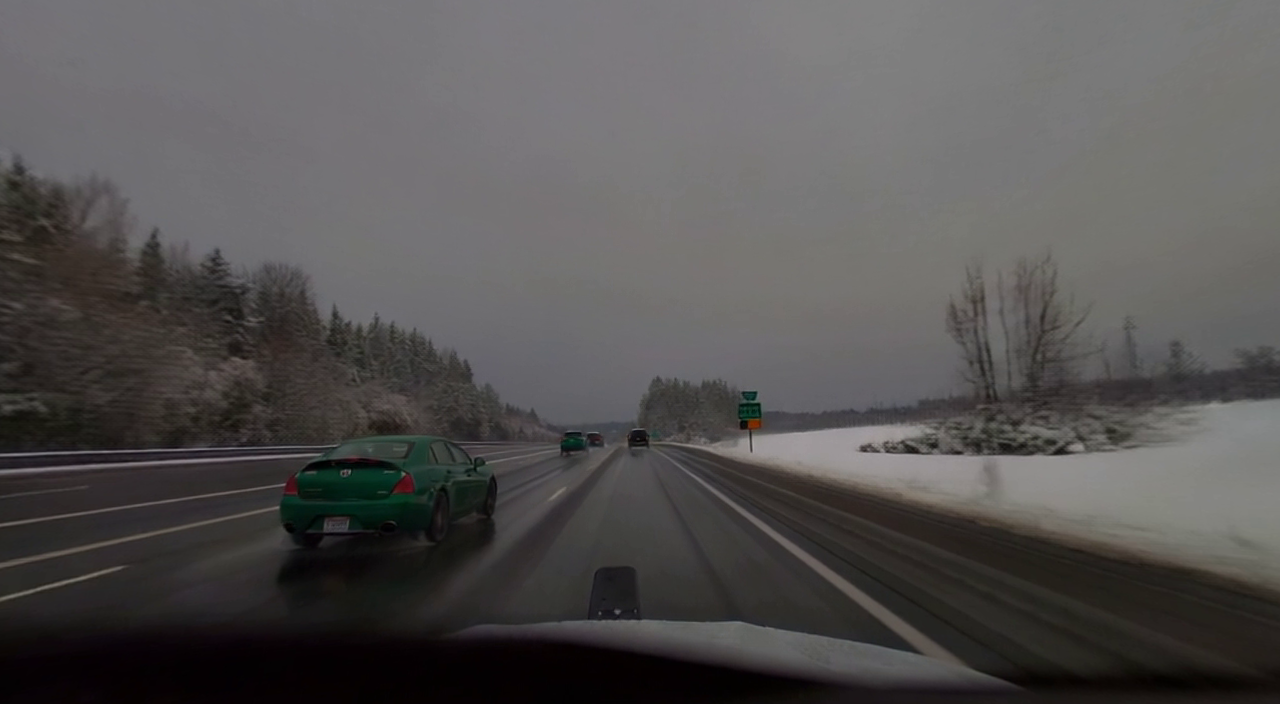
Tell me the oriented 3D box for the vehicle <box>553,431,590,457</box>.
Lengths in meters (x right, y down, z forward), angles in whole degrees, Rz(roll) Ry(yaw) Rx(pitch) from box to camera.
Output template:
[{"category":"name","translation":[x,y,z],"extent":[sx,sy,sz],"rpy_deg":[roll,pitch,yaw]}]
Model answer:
[{"category":"vehicle","translation":[-4.570,6.233,42.776],"extent":[2.055,1.610,4.116],"rpy_deg":[0,-8,0]}]

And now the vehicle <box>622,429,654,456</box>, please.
[{"category":"vehicle","translation":[-0.189,6.471,45.083],"extent":[2.170,1.790,4.490],"rpy_deg":[0,-8,-1]}]
